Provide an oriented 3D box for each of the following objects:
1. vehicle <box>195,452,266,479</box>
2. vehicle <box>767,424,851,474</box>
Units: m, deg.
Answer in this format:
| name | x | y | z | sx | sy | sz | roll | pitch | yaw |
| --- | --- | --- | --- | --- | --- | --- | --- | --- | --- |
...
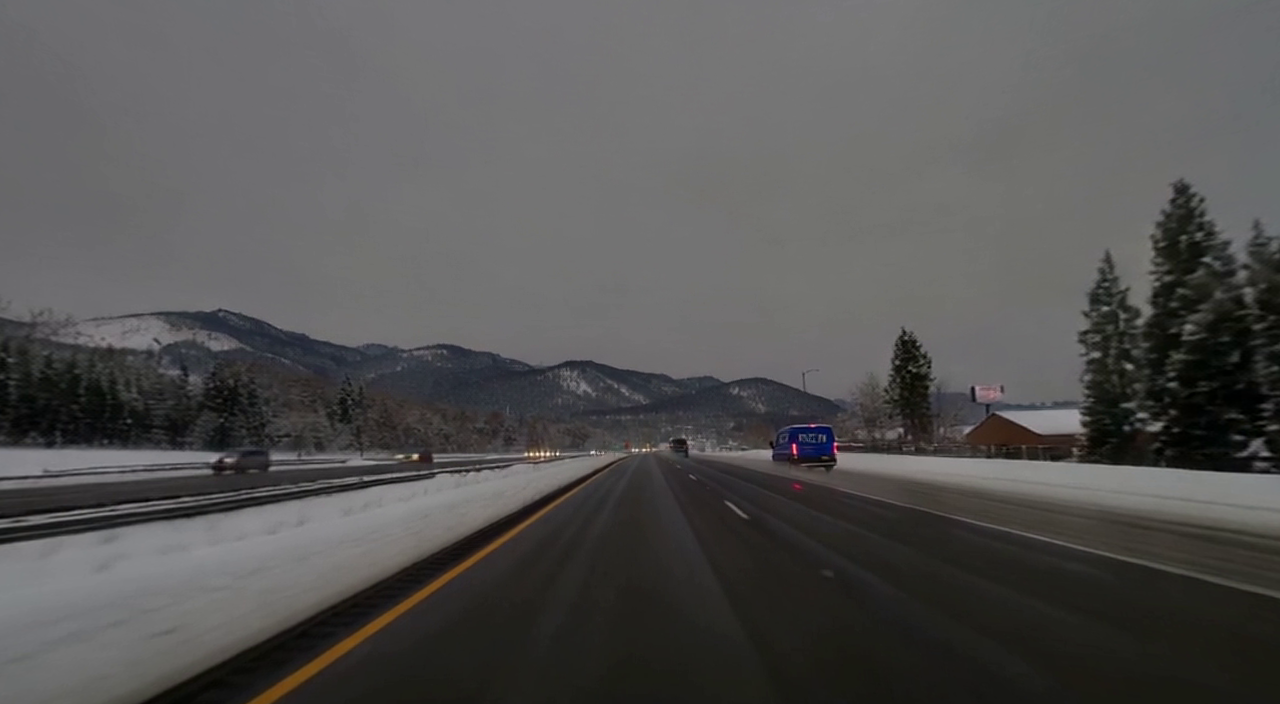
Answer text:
| name | x | y | z | sx | sy | sz | roll | pitch | yaw |
| --- | --- | --- | --- | --- | --- | --- | --- | --- | --- |
| vehicle | -31.896 | 8.825 | 49.299 | 2.188 | 1.776 | 5.000 | -3 | -8 | 0 |
| vehicle | 7.540 | 4.410 | 28.891 | 2.275 | 2.059 | 5.543 | 0 | -8 | 0 |
